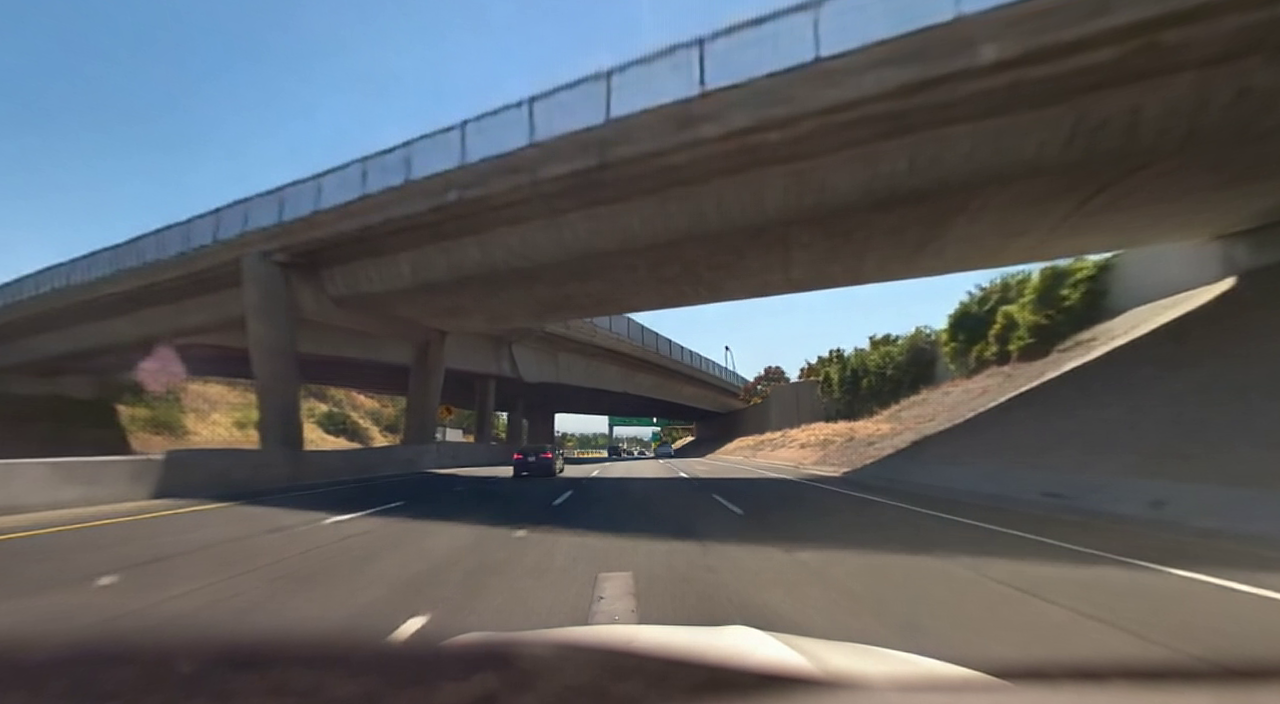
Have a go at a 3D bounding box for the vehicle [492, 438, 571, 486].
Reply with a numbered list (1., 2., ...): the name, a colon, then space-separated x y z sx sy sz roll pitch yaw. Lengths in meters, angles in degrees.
1. vehicle: -3.748 3.881 22.611 2.037 1.514 4.335 0 -8 0
